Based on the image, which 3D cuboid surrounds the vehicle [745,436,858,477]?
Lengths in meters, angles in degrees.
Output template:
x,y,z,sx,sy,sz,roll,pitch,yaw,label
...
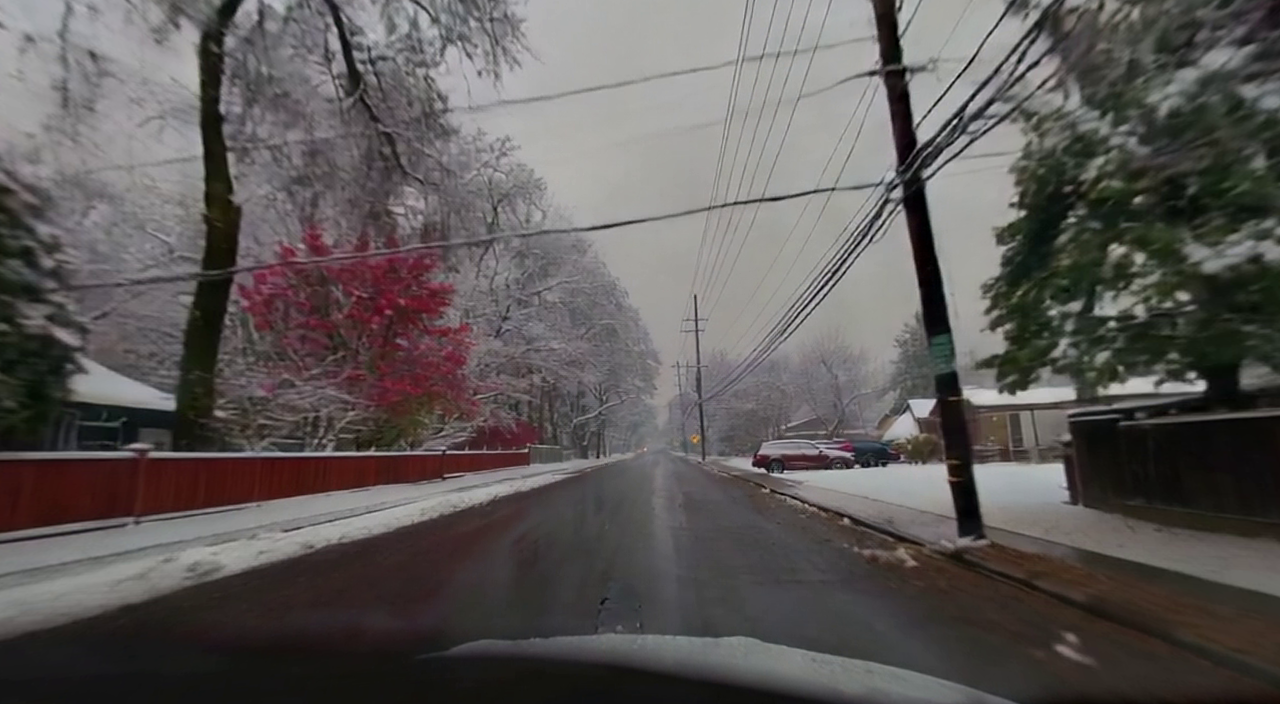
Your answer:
x,y,z,sx,sy,sz,roll,pitch,yaw,label
7.570,4.950,30.045,4.806,1.851,2.050,-1,-9,3,vehicle
